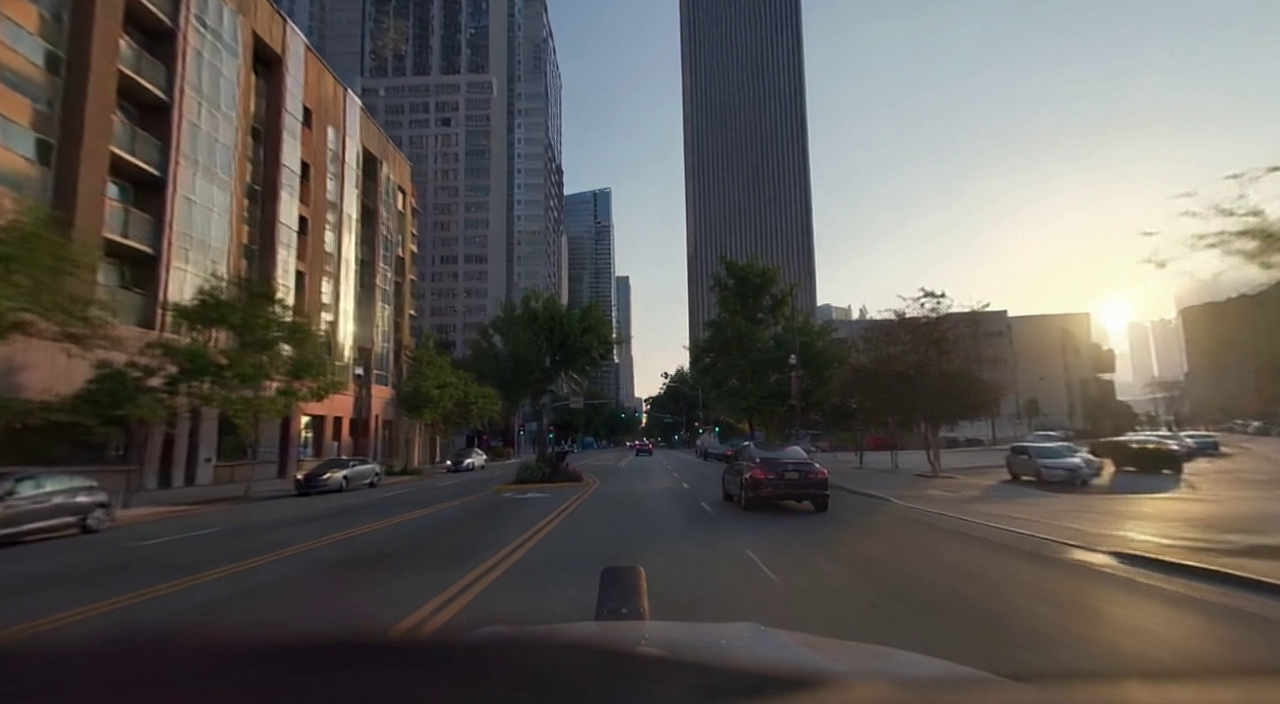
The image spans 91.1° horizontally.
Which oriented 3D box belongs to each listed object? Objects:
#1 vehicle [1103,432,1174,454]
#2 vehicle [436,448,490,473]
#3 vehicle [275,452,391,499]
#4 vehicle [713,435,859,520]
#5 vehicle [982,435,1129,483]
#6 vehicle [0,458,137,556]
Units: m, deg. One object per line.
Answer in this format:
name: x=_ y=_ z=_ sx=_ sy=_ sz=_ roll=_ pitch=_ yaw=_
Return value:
vehicle: x=38.016 y=6.933 z=47.837 sx=4.573 sy=1.629 sz=2.467 roll=4 pitch=-9 yaw=-27
vehicle: x=-11.748 y=7.295 z=42.067 sx=1.944 sy=1.575 sz=4.895 roll=-1 pitch=-10 yaw=3
vehicle: x=-12.018 y=4.838 z=25.034 sx=2.015 sy=1.521 sz=4.798 roll=-1 pitch=-8 yaw=3
vehicle: x=2.931 y=2.625 z=13.733 sx=2.080 sy=1.524 sz=4.348 roll=0 pitch=-8 yaw=-1
vehicle: x=16.196 y=4.148 z=24.643 sx=4.412 sy=1.503 sz=1.771 roll=-4 pitch=-7 yaw=0
vehicle: x=-12.192 y=2.923 z=11.935 sx=1.867 sy=1.583 sz=4.108 roll=-1 pitch=-8 yaw=0
